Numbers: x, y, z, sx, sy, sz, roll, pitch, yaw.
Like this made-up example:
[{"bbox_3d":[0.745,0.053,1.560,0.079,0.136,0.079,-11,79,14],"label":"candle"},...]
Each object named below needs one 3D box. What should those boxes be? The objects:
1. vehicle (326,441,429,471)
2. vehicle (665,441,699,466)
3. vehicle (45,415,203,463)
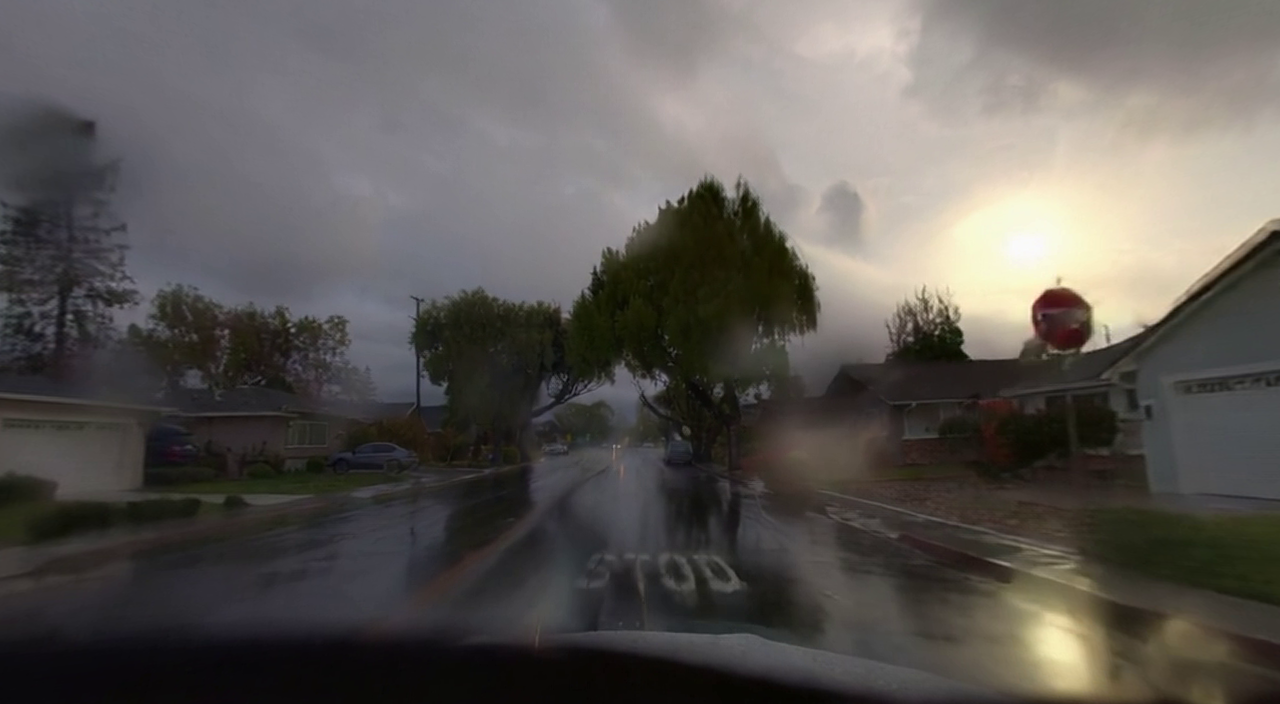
[{"bbox_3d":[-13.722,5.456,33.259,4.572,1.522,1.999,1,-8,-5],"label":"vehicle"},{"bbox_3d":[2.740,6.706,41.793,1.975,1.528,4.000,0,-8,0],"label":"vehicle"},{"bbox_3d":[-18.900,3.221,23.311,4.093,1.661,1.765,0,-8,-5],"label":"vehicle"}]
